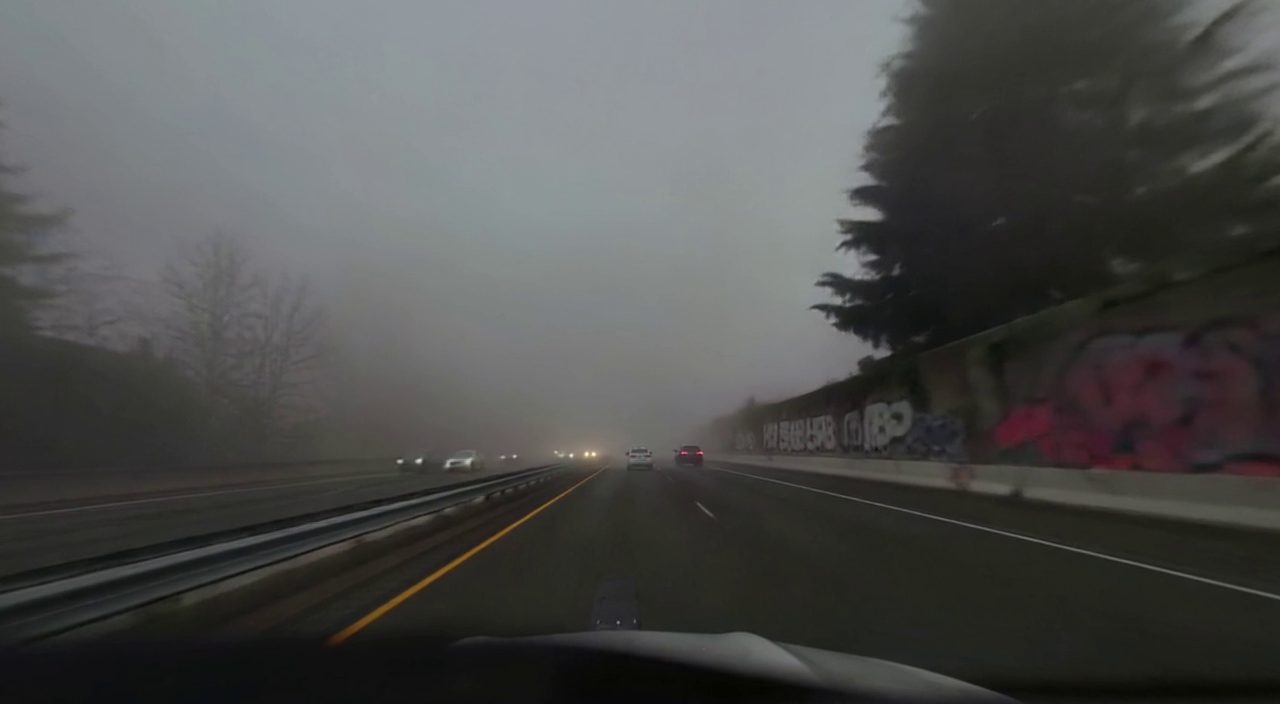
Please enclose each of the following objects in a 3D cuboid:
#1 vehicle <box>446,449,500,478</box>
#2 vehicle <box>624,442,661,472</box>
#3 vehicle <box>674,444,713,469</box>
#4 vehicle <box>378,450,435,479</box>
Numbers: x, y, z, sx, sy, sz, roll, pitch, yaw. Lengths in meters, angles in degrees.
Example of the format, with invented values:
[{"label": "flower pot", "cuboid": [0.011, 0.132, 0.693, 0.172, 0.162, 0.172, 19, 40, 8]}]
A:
[{"label": "vehicle", "cuboid": [-9.775, 6.549, 37.068, 2.015, 1.617, 4.274, -1, -9, 0]}, {"label": "vehicle", "cuboid": [0.122, 6.454, 38.699, 2.095, 1.671, 4.219, 0, -9, -1]}, {"label": "vehicle", "cuboid": [3.618, 7.165, 43.112, 2.303, 1.614, 4.154, 0, -9, 0]}, {"label": "vehicle", "cuboid": [-14.146, 6.805, 38.211, 1.877, 1.588, 4.079, -1, -9, 0]}]
